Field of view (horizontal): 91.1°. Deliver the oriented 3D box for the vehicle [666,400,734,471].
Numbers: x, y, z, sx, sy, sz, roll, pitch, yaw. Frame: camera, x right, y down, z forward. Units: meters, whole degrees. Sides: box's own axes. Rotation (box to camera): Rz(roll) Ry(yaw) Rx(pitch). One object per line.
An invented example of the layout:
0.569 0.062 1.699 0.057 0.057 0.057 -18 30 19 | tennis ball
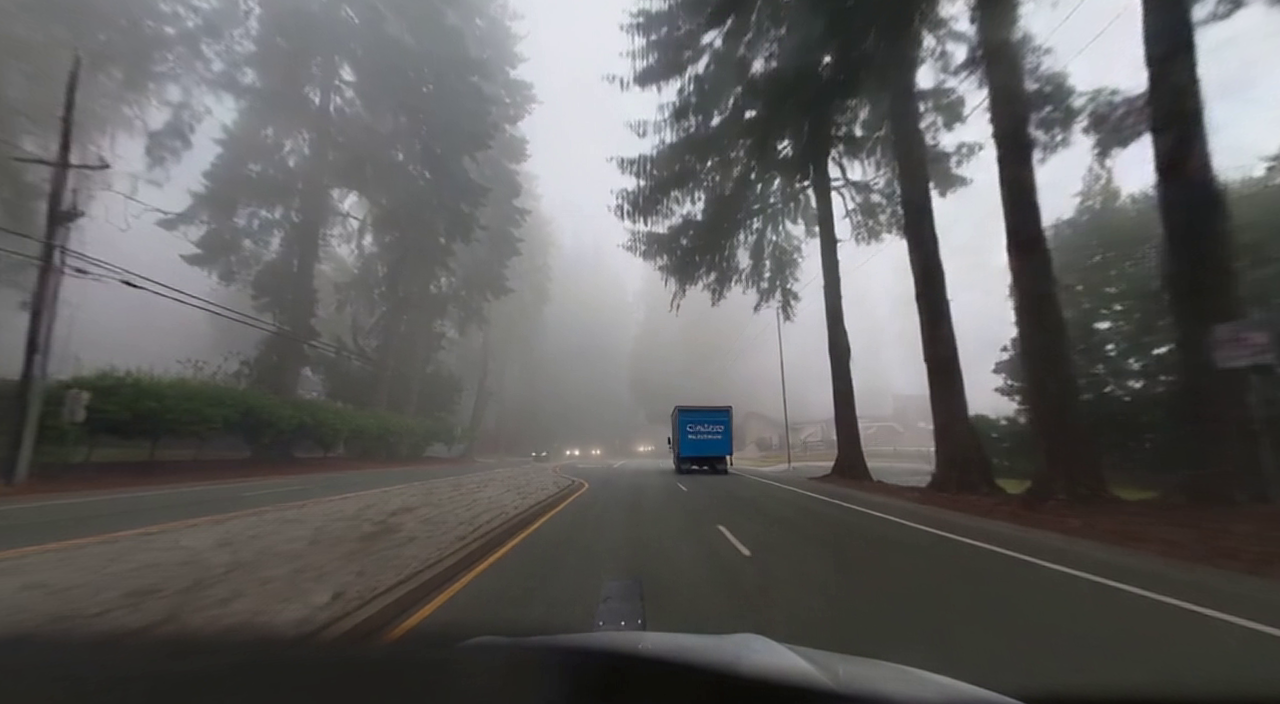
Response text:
3.413 5.186 38.638 2.973 3.848 9.336 0 -8 -2 | vehicle
